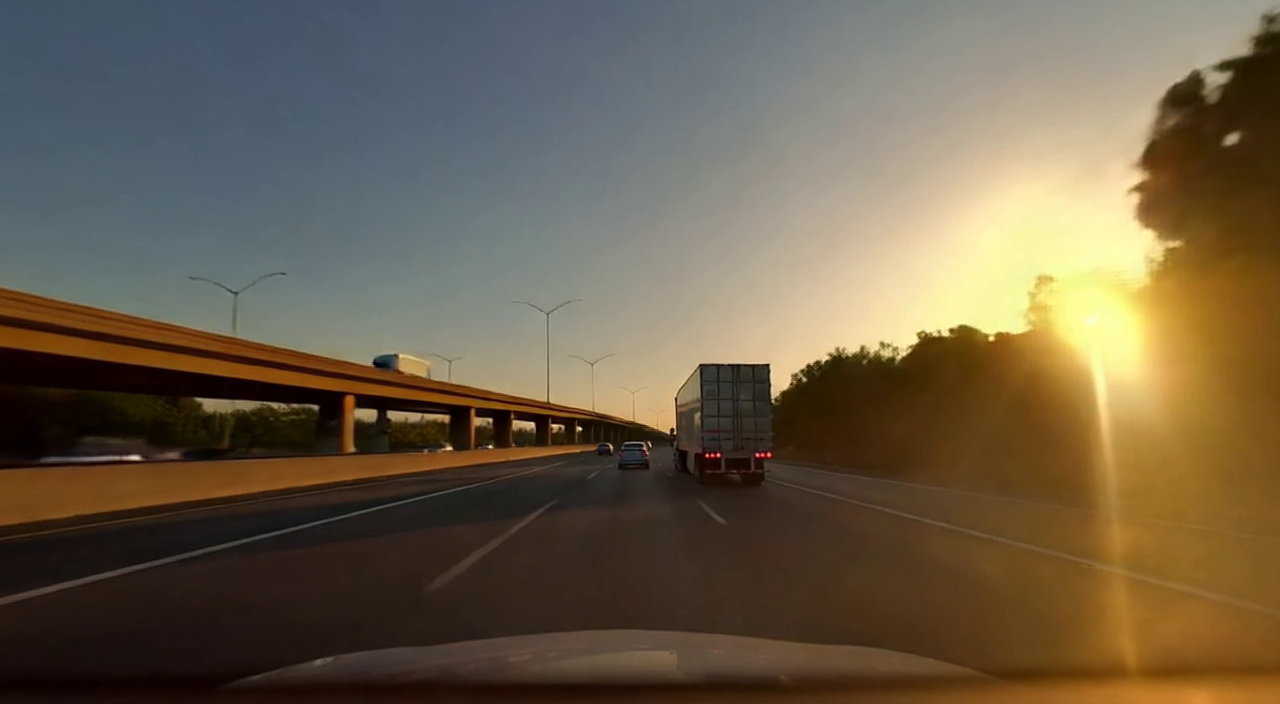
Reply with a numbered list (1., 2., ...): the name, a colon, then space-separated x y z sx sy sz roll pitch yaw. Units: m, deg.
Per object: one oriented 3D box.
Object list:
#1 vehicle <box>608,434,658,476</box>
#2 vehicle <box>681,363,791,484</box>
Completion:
1. vehicle: -0.282 4.577 28.235 2.077 1.716 4.514 0 -9 0
2. vehicle: 3.533 3.125 26.326 2.964 4.063 10.072 0 -9 0
